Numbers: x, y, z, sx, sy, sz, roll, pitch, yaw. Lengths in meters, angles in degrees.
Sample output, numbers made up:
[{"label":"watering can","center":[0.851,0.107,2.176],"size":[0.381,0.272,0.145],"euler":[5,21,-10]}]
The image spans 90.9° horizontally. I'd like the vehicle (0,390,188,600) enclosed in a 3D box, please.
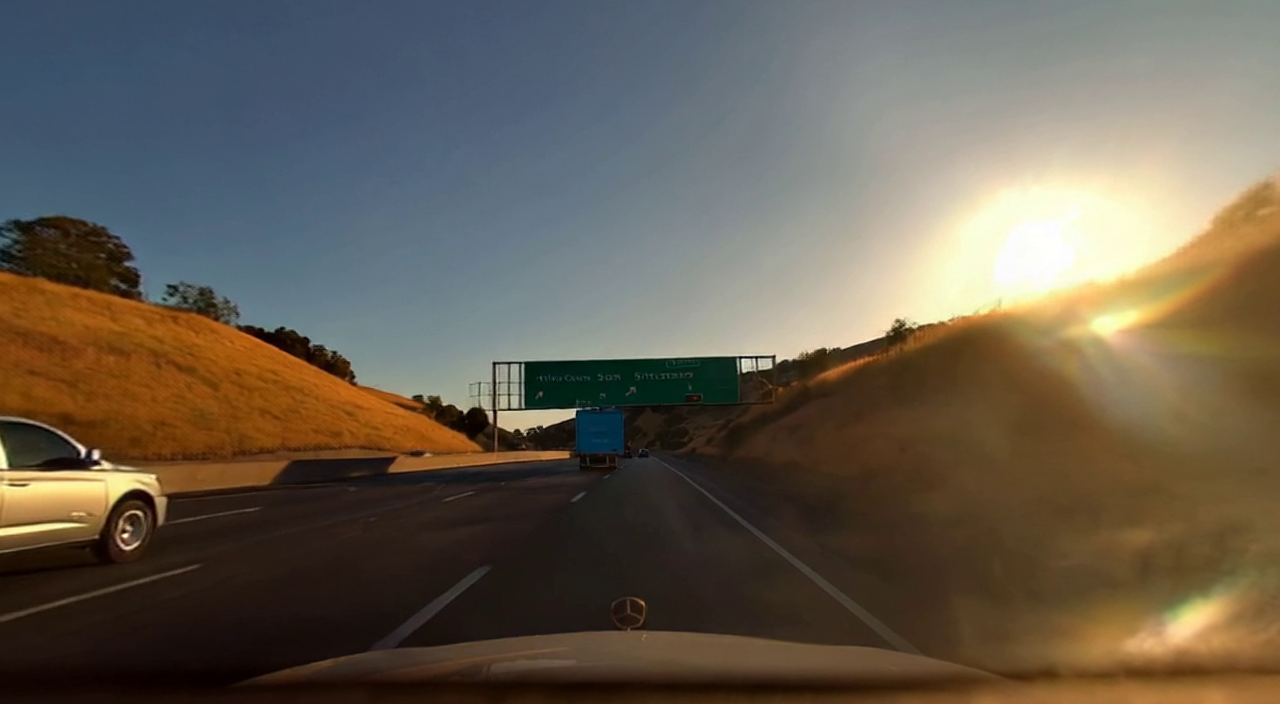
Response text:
[{"label":"vehicle","center":[-6.800,1.219,5.224],"size":[2.175,1.860,5.236],"euler":[0,-8,1]}]
